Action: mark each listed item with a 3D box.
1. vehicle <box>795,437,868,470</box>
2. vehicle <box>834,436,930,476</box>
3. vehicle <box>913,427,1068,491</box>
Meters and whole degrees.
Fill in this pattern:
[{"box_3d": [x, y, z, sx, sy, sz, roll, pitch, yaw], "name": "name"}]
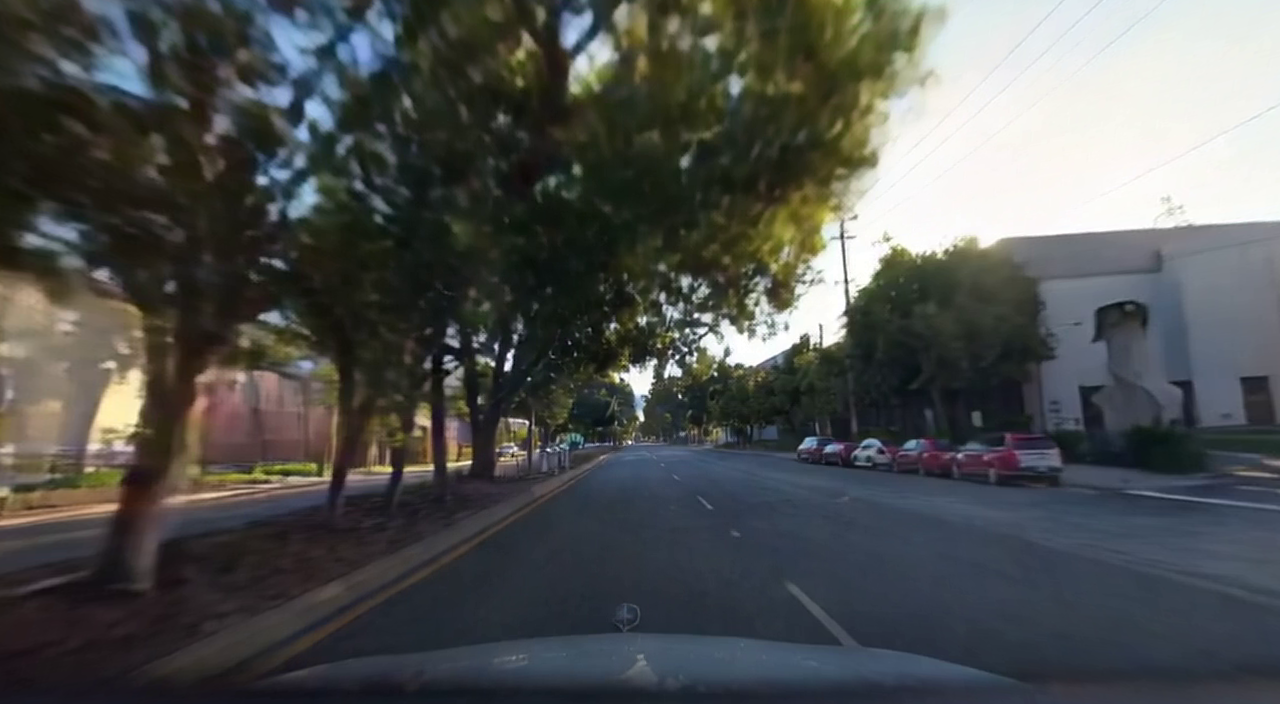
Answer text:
[{"box_3d": [9.446, 5.049, 31.607, 1.898, 1.477, 4.695, 1, -8, -4], "name": "vehicle"}, {"box_3d": [9.652, 4.195, 25.657, 1.930, 1.453, 4.665, 0, -8, -1], "name": "vehicle"}, {"box_3d": [9.831, 3.037, 18.182, 1.970, 1.610, 4.247, 0, -8, -1], "name": "vehicle"}]
